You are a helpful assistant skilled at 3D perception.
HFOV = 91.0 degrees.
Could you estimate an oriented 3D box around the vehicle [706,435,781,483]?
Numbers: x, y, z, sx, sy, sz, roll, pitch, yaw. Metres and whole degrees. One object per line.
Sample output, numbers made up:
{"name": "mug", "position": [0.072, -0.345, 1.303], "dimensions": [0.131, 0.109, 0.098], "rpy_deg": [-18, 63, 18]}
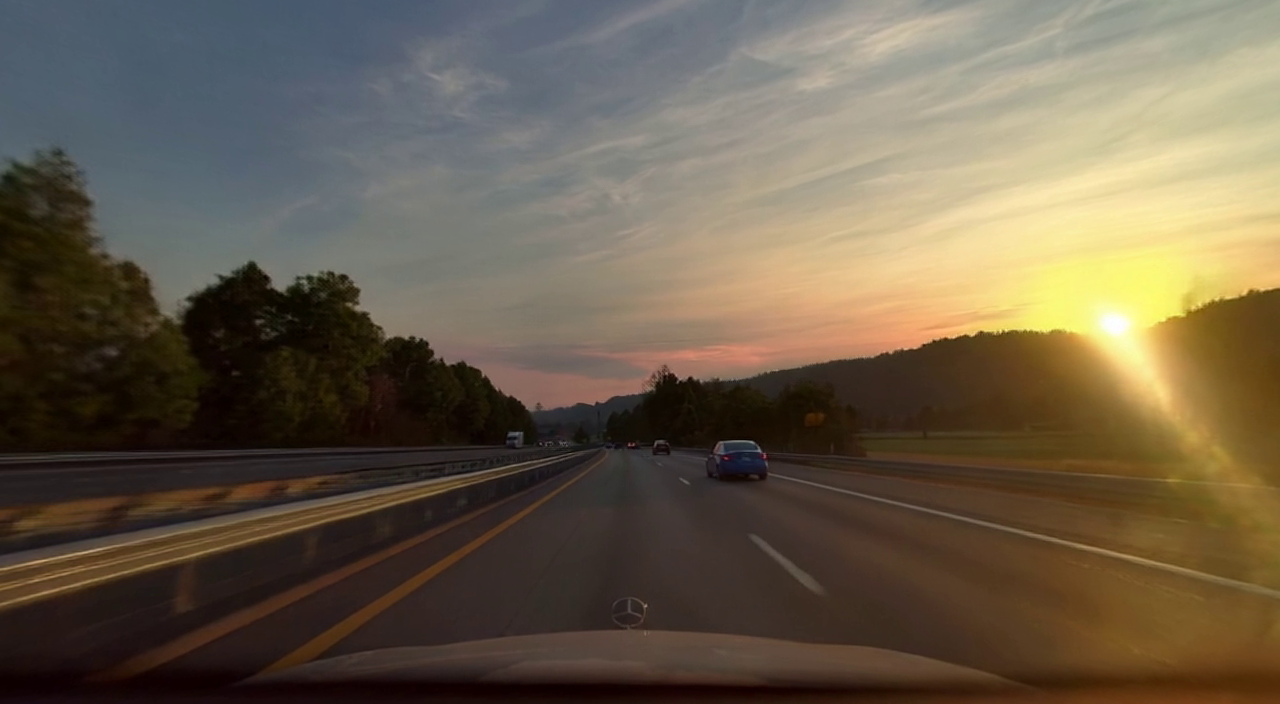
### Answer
{"name": "vehicle", "position": [3.498, 3.679, 21.904], "dimensions": [1.945, 1.538, 3.729], "rpy_deg": [0, -8, -1]}
